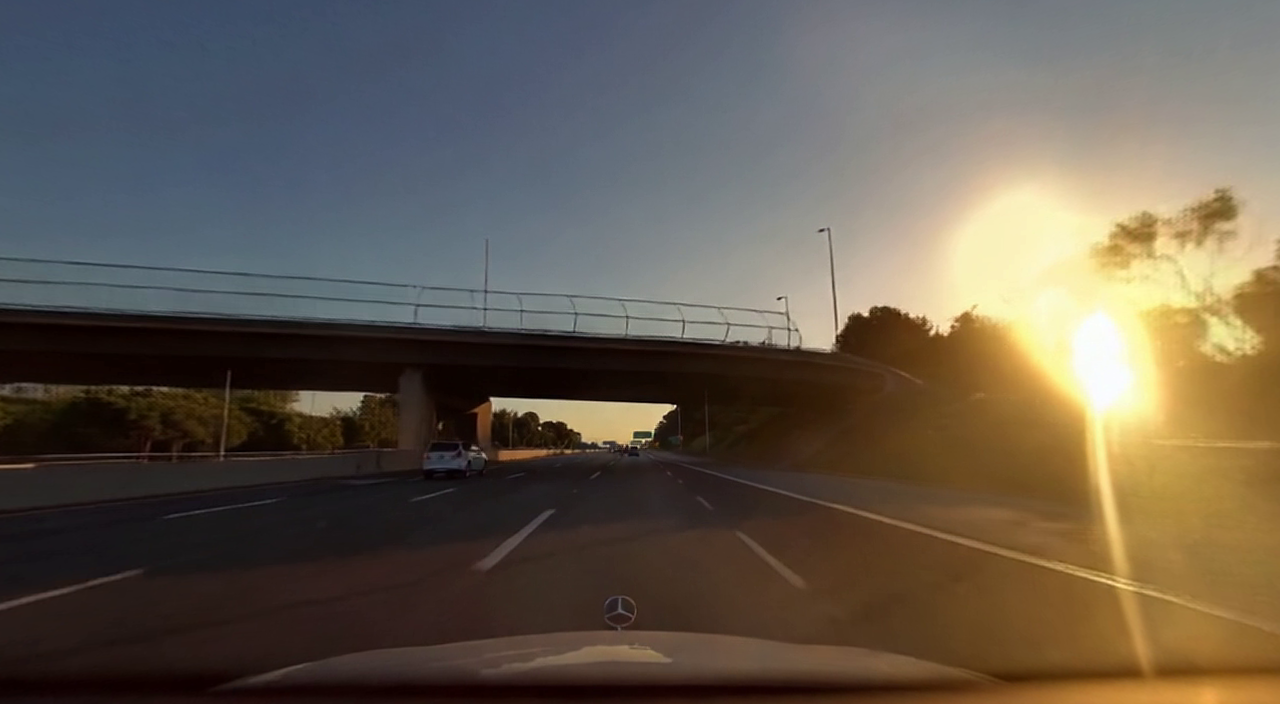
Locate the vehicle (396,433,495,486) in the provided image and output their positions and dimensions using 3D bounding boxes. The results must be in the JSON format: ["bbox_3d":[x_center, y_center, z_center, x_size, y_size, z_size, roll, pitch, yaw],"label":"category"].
[{"bbox_3d":[-7.205,4.029,24.043,2.231,1.807,4.758,0,-8,0],"label":"vehicle"}]
